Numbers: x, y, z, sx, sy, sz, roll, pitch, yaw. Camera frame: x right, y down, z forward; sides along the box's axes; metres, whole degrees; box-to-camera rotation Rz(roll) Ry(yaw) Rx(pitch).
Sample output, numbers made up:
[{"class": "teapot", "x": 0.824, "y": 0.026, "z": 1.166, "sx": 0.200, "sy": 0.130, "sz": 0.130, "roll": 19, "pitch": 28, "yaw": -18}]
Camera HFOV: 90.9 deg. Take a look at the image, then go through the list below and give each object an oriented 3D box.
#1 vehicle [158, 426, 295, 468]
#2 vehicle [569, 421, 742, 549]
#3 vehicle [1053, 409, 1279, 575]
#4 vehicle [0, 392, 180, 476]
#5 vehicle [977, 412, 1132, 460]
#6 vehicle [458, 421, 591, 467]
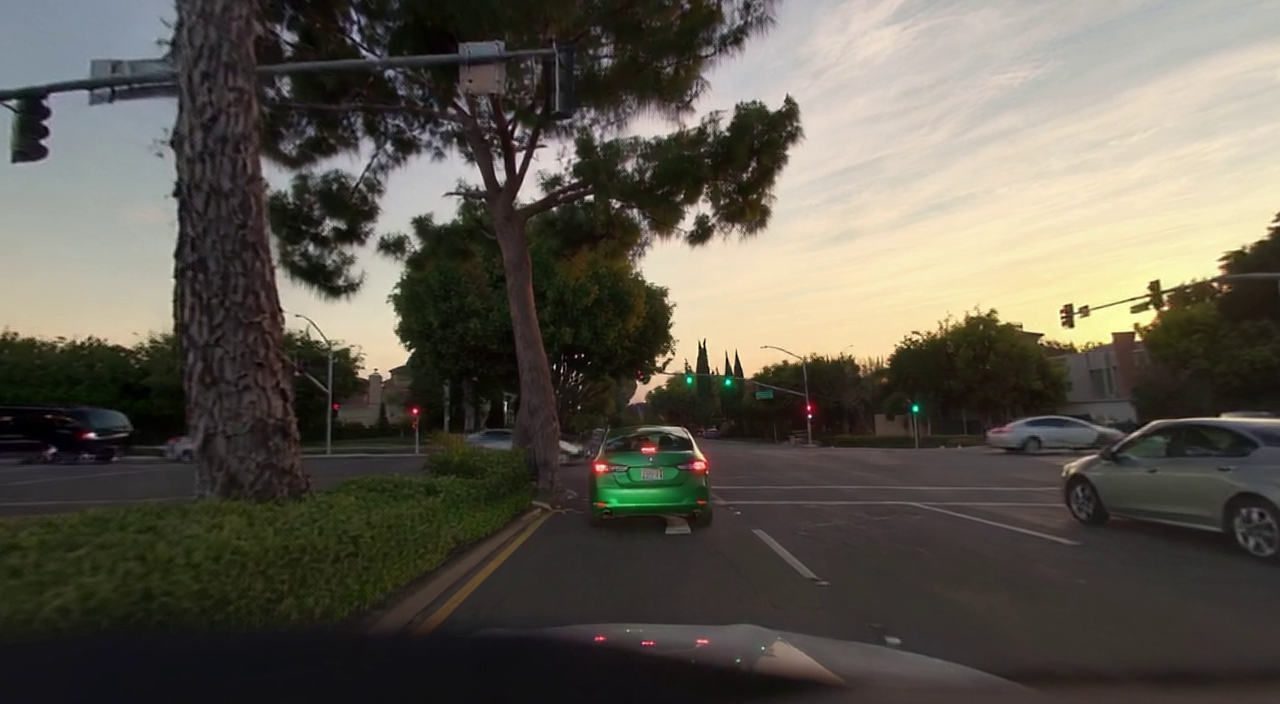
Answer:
[{"class": "vehicle", "x": -18.853, "y": 4.357, "z": 28.935, "sx": 4.833, "sy": 1.784, "sz": 2.027, "roll": 0, "pitch": -8, "yaw": 1}, {"class": "vehicle", "x": 0.133, "y": 1.851, "z": 9.416, "sx": 2.041, "sy": 1.485, "sz": 3.813, "roll": 0, "pitch": -8, "yaw": -1}, {"class": "vehicle", "x": 7.093, "y": 1.497, "z": 7.125, "sx": 1.901, "sy": 1.577, "sz": 4.348, "roll": 0, "pitch": -8, "yaw": 0}, {"class": "vehicle", "x": -24.971, "y": 3.320, "z": 25.409, "sx": 10.544, "sy": 3.126, "sz": 2.909, "roll": 0, "pitch": -8, "yaw": 1}, {"class": "vehicle", "x": 16.581, "y": 3.386, "z": 25.440, "sx": 4.786, "sy": 1.803, "sz": 1.967, "roll": 0, "pitch": -8, "yaw": 0}, {"class": "vehicle", "x": -4.519, "y": 3.699, "z": 25.340, "sx": 4.921, "sy": 1.757, "sz": 2.036, "roll": -1, "pitch": -8, "yaw": 1}]
